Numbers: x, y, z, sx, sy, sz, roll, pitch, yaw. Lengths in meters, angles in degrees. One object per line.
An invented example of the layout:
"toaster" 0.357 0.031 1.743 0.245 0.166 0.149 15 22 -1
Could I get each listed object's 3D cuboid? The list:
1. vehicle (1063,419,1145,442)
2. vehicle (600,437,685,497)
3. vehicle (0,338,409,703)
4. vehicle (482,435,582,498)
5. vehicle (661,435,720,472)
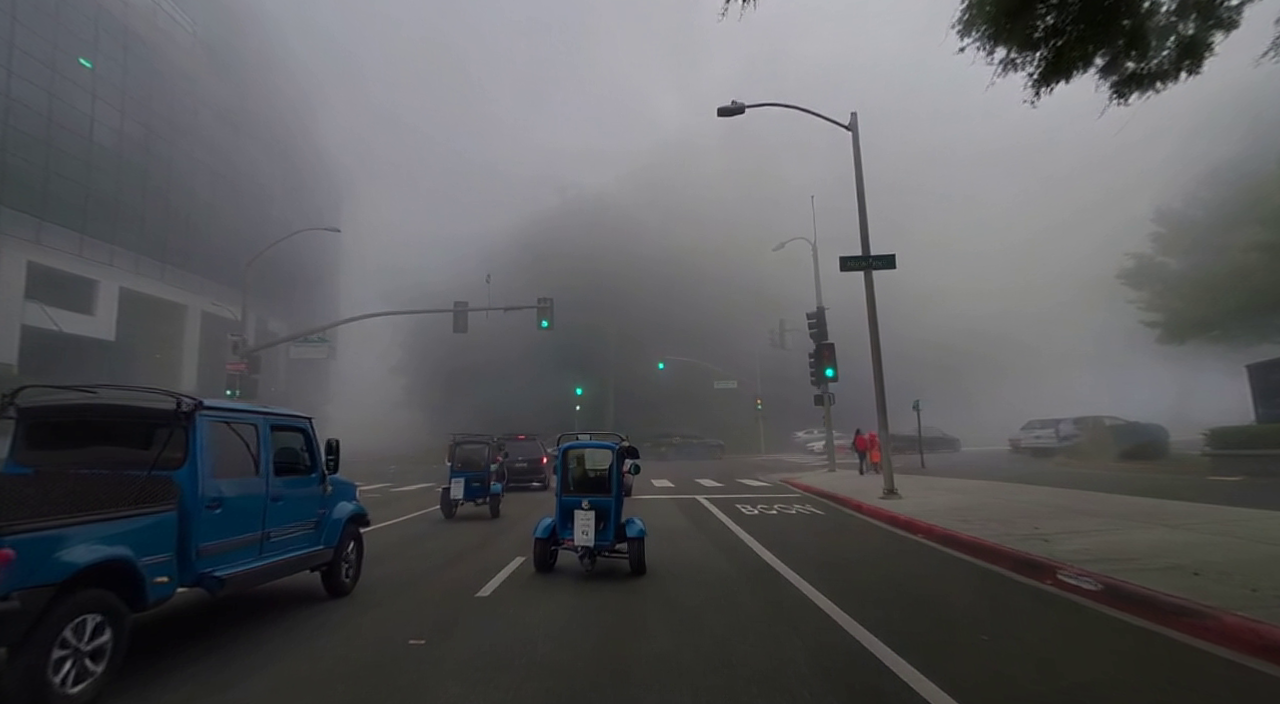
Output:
"vehicle" 30.735 5.228 41.632 1.751 1.420 4.027 8 -11 -43
"vehicle" 0.199 3.110 17.431 2.025 1.458 4.085 -1 -8 5
"vehicle" -3.602 1.161 4.691 2.000 1.809 4.405 0 -8 1
"vehicle" -2.991 3.262 18.317 1.935 1.615 4.073 -1 -8 4
"vehicle" 2.533 4.894 30.547 2.082 1.671 3.992 -3 -9 16
